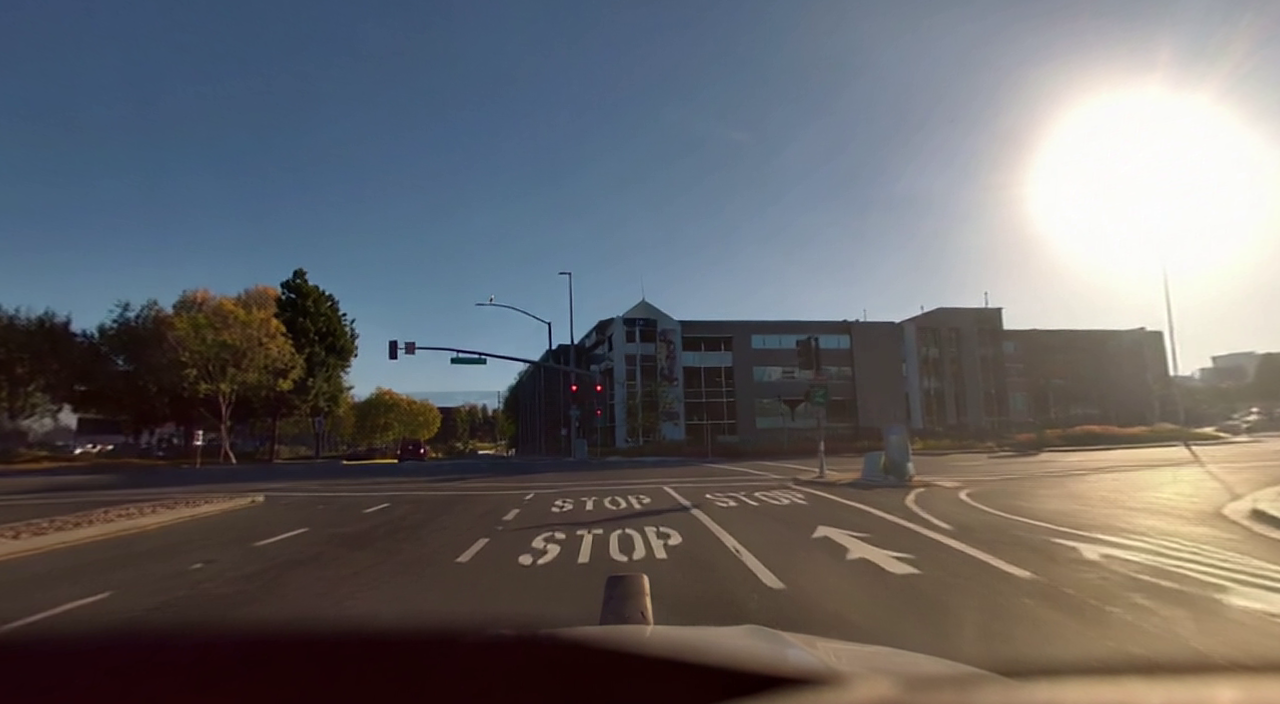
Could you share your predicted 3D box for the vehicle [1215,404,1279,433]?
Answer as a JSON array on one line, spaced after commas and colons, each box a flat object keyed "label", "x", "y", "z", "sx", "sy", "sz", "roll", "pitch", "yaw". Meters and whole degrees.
[{"label": "vehicle", "x": 49.501, "y": 5.214, "z": 49.618, "sx": 2.285, "sy": 2.163, "sz": 5.857, "roll": 5, "pitch": -9, "yaw": -44}]
